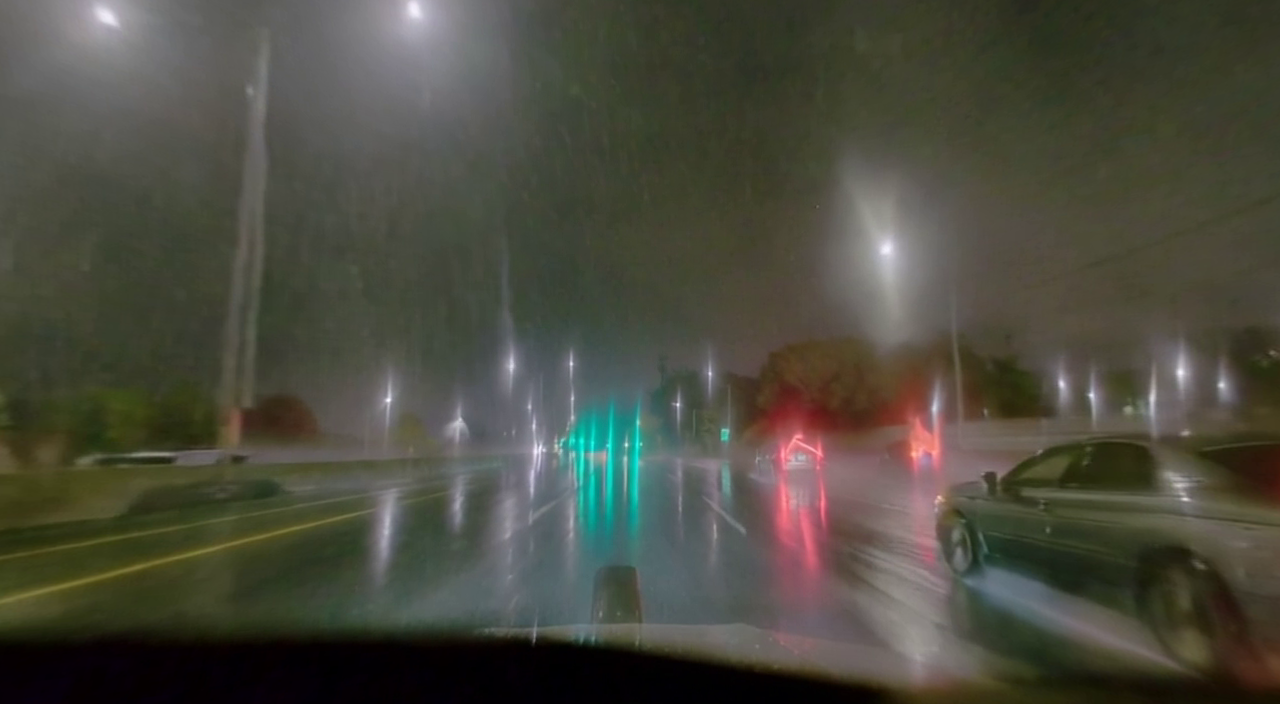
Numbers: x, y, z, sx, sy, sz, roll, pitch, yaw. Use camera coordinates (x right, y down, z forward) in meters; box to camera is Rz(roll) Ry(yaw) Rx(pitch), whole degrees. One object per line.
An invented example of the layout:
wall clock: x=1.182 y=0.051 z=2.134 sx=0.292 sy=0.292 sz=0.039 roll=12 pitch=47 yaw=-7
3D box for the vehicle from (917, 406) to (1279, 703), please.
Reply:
vehicle: x=3.838 y=1.116 z=3.636 sx=2.217 sy=1.477 sz=4.817 roll=0 pitch=-9 yaw=-1
